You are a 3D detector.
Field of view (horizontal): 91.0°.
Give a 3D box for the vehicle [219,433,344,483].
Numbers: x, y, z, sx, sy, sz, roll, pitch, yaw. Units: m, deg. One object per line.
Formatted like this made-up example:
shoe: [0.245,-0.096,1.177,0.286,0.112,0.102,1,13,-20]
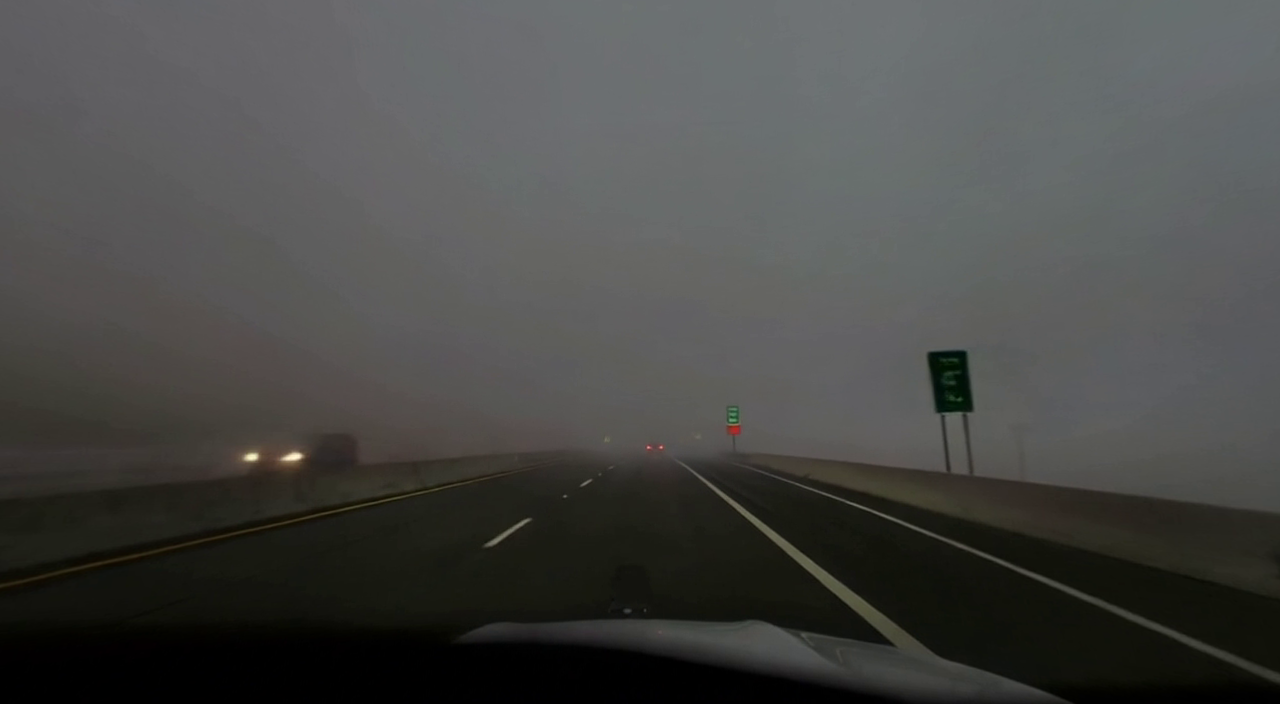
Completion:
vehicle: [-13.369,3.968,23.852,1.941,1.706,4.601,0,-8,1]
